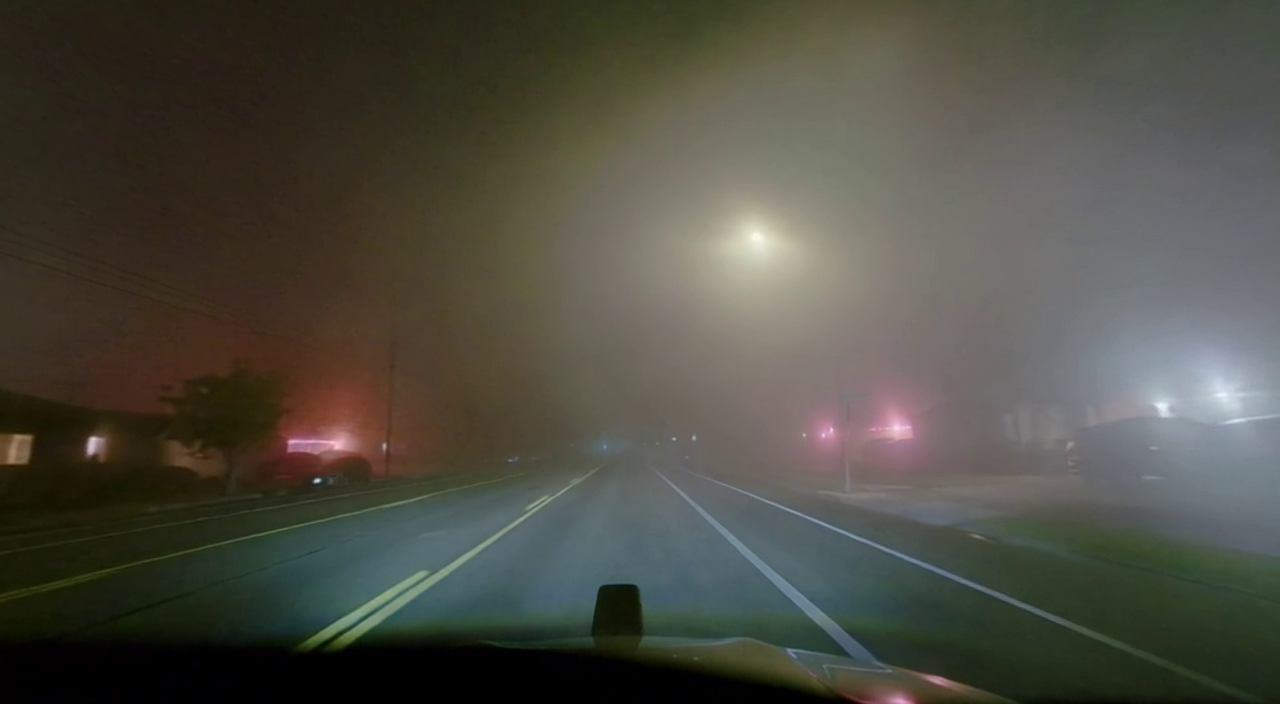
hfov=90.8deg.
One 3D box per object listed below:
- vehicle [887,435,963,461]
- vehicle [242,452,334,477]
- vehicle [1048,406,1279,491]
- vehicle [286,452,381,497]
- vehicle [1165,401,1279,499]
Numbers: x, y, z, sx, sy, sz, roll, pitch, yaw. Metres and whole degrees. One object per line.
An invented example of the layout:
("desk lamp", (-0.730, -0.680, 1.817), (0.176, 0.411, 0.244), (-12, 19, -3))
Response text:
("vehicle", (18.086, 6.089, 40.228), (3.858, 1.583, 1.931), (0, -8, -1))
("vehicle", (-21.583, 6.902, 38.911), (4.491, 1.467, 1.861), (0, -8, -4))
("vehicle", (13.147, 2.378, 15.665), (4.594, 1.921, 2.021), (0, -8, -2))
("vehicle", (-12.898, 5.151, 26.925), (1.936, 1.504, 4.456), (-2, -7, -1))
("vehicle", (13.682, 1.923, 12.584), (4.629, 1.770, 1.959), (0, -8, -1))
